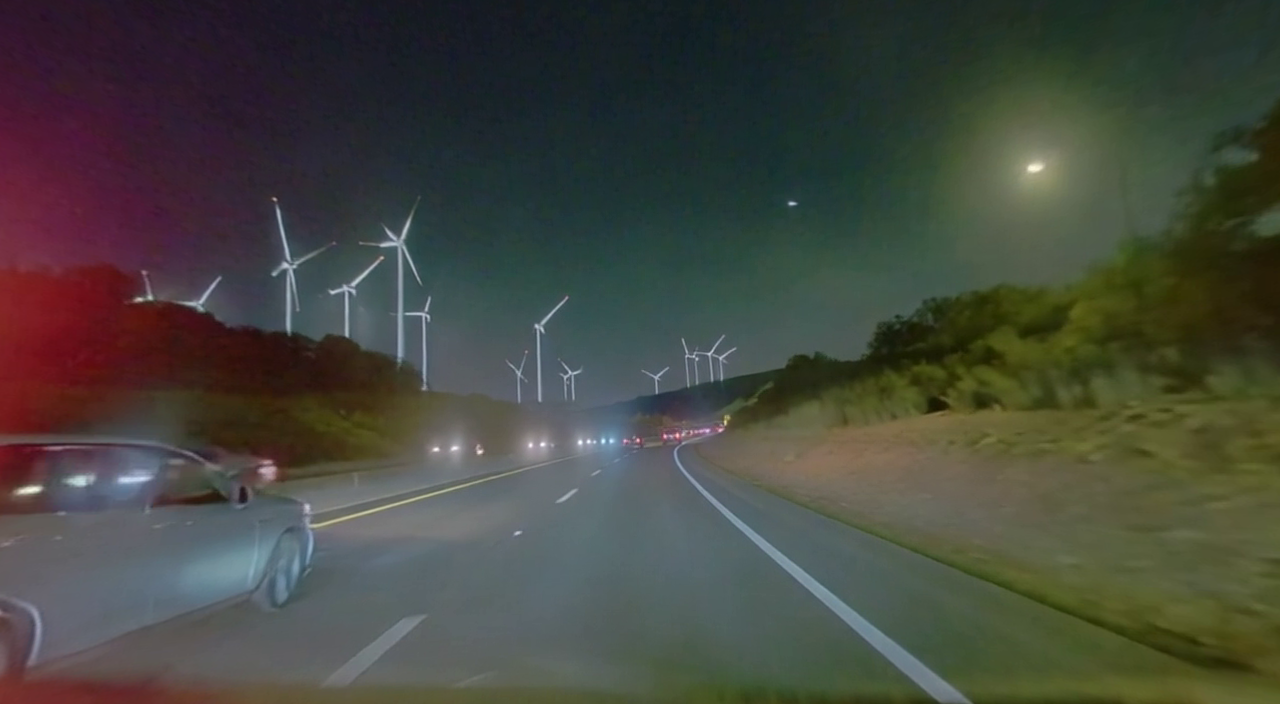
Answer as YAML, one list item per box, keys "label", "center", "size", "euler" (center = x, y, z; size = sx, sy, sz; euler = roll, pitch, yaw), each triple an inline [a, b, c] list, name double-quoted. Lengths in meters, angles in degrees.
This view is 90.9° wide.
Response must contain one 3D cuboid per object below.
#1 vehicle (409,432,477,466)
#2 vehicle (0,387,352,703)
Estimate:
- label: "vehicle"
  center: [-9.228, 4.552, 29.860]
  size: [1.823, 1.509, 4.008]
  euler: [0, -8, 2]
- label: "vehicle"
  center: [-2.886, 0.841, 1.961]
  size: [1.918, 1.443, 4.422]
  euler: [0, -8, -1]
